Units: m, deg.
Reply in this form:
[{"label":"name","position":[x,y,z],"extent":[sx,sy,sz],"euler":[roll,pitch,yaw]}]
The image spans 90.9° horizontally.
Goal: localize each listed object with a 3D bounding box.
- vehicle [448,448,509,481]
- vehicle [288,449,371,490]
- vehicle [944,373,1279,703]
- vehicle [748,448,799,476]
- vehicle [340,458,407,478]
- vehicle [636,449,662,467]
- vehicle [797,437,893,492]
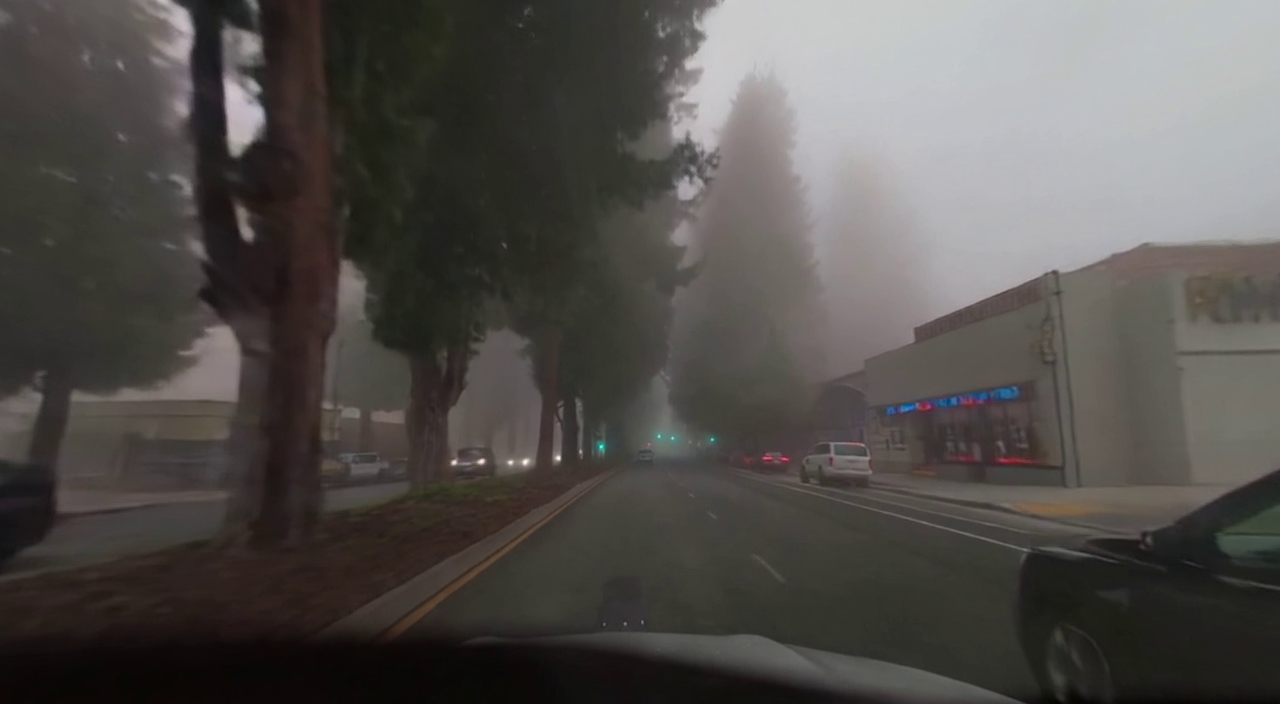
[{"label":"vehicle","position":[-8.240,5.756,32.533],"extent":[1.904,1.537,4.618],"euler":[0,-9,0]},{"label":"vehicle","position":[-15.877,6.012,32.554],"extent":[1.972,1.898,4.556],"euler":[0,-9,0]},{"label":"vehicle","position":[2.835,0.804,1.726],"extent":[1.989,1.498,4.050],"euler":[0,-9,0]},{"label":"vehicle","position":[7.576,6.268,36.216],"extent":[1.874,1.438,4.466],"euler":[0,-9,-1]},{"label":"vehicle","position":[-20.484,8.904,48.562],"extent":[4.336,1.441,1.813],"euler":[-1,-9,5]},{"label":"vehicle","position":[0.667,8.236,49.245],"extent":[1.945,1.343,3.827],"euler":[0,-9,0]},{"label":"vehicle","position":[7.496,4.136,23.560],"extent":[2.050,1.838,4.535],"euler":[0,-9,0]}]
